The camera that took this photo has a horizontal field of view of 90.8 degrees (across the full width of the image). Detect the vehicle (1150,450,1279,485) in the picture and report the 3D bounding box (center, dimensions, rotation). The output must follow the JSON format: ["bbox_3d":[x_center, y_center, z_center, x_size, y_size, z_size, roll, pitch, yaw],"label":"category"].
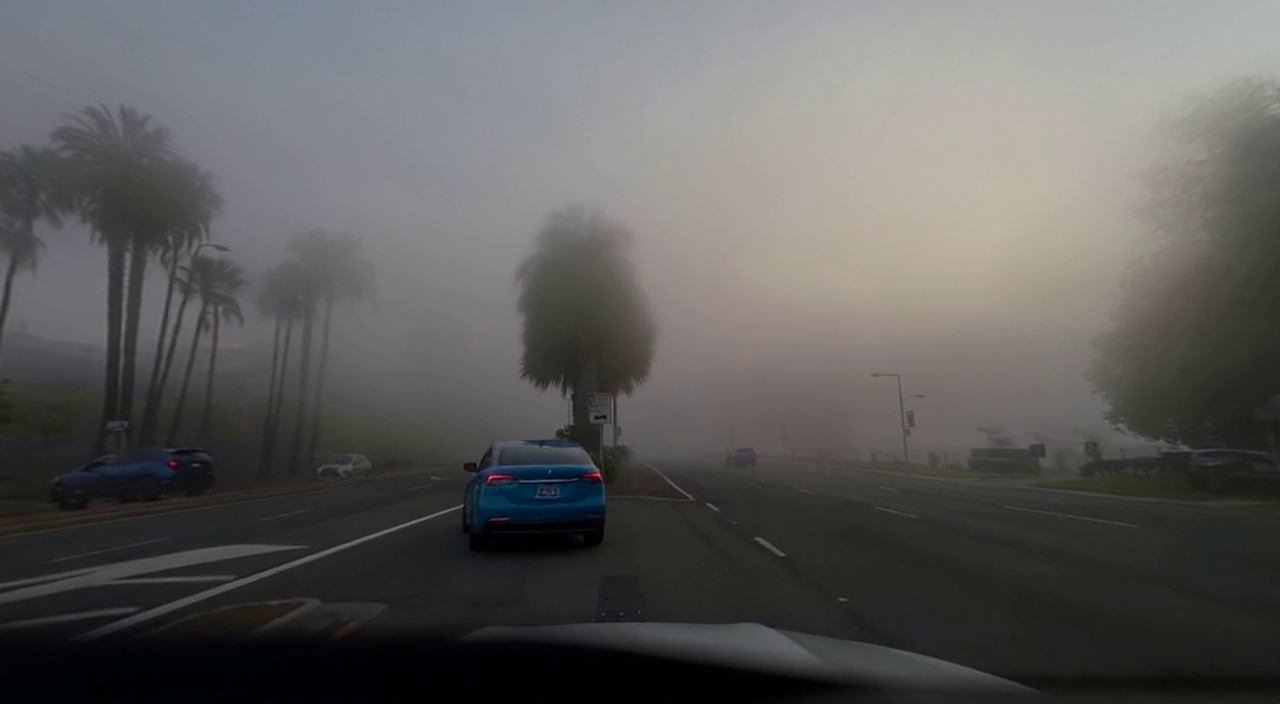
[{"bbox_3d":[25.863,5.118,28.109,4.446,1.464,1.954,-1,-9,4],"label":"vehicle"}]

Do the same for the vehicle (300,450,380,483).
[{"bbox_3d":[-14.875,5.671,31.623,2.099,1.464,4.615,1,-9,-5],"label":"vehicle"}]

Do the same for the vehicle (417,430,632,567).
[{"bbox_3d":[-1.947,1.959,9.326,1.986,1.473,4.382,4,-9,-25],"label":"vehicle"}]

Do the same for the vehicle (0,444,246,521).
[{"bbox_3d":[-11.821,2.905,14.476,4.457,1.552,2.095,-2,-9,14],"label":"vehicle"}]
